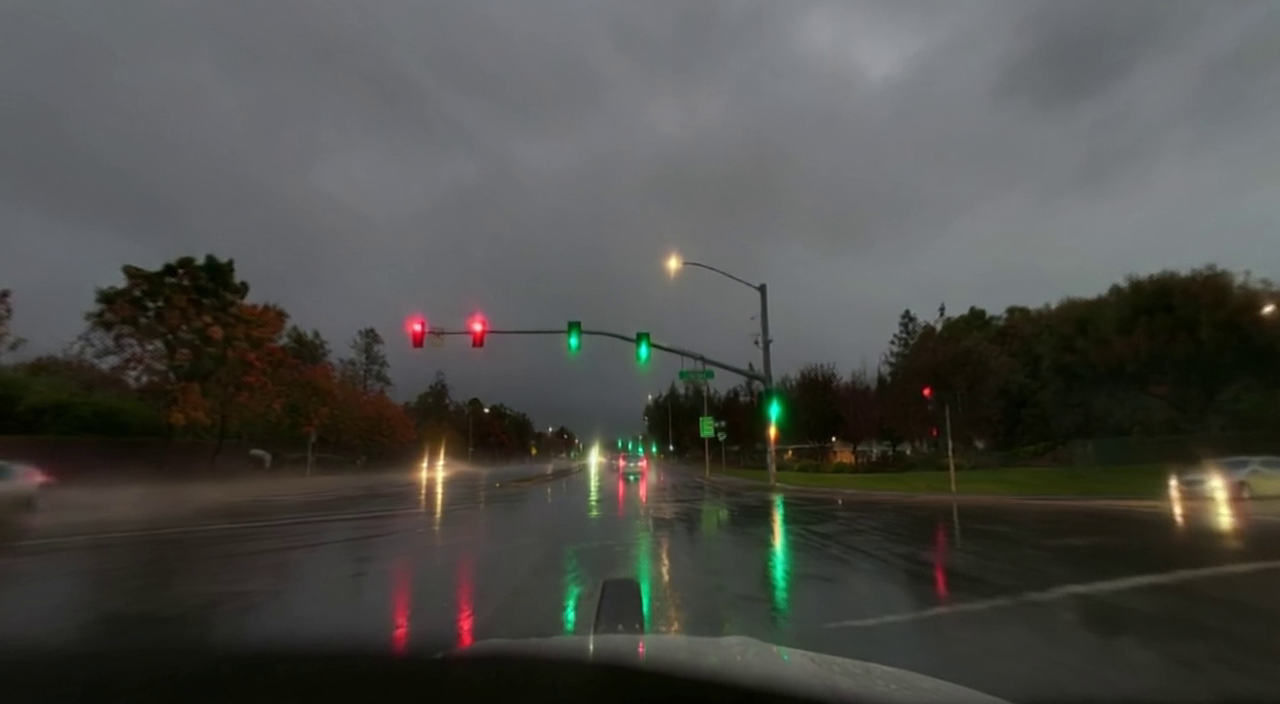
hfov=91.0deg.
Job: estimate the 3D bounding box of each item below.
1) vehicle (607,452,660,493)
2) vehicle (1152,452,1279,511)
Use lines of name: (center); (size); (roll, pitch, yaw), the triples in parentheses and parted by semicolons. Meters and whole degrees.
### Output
vehicle: (-0.266, 4.752, 25.146); (1.954, 1.469, 3.465); (0, -9, 0)
vehicle: (17.707, 3.660, 18.094); (4.501, 1.486, 2.091); (1, -9, -11)
